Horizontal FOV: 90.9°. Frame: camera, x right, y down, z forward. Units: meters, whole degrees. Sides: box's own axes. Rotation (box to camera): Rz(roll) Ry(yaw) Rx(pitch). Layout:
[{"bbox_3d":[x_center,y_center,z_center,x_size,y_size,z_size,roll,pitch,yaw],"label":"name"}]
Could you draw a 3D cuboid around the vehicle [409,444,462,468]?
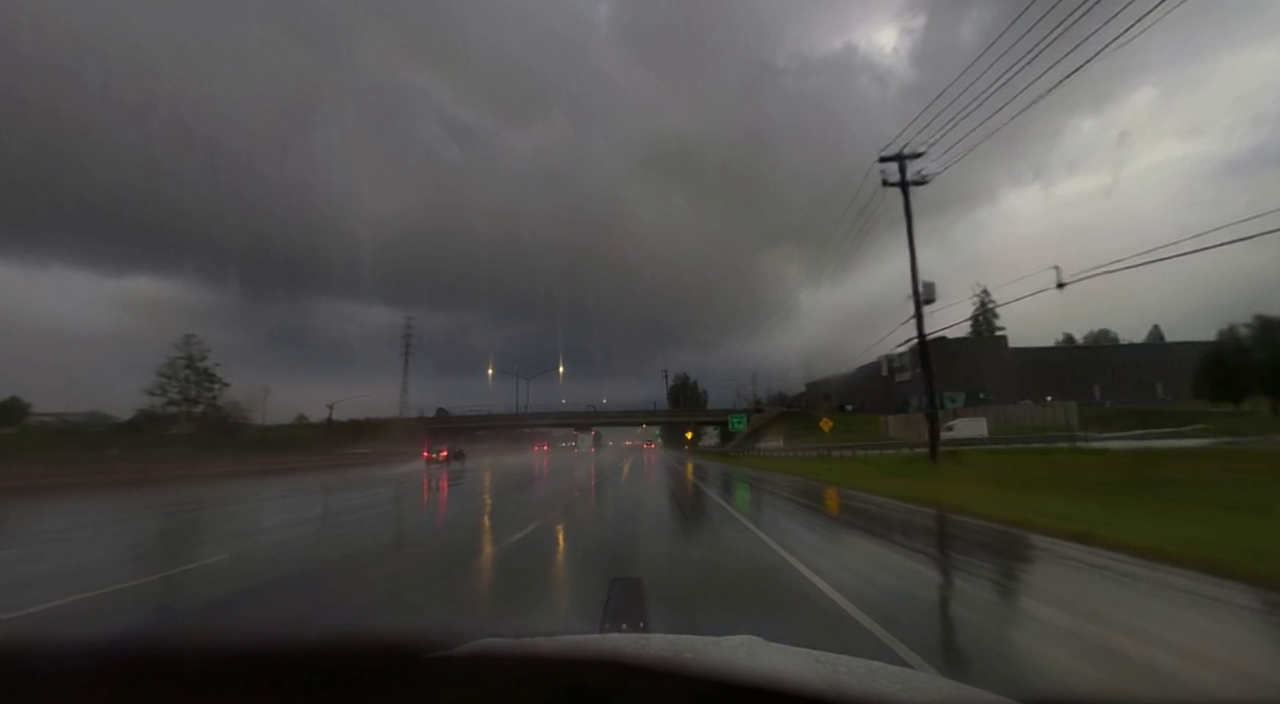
[{"bbox_3d":[-13.575,6.900,42.171,1.988,1.477,4.442,0,-8,1],"label":"vehicle"}]
